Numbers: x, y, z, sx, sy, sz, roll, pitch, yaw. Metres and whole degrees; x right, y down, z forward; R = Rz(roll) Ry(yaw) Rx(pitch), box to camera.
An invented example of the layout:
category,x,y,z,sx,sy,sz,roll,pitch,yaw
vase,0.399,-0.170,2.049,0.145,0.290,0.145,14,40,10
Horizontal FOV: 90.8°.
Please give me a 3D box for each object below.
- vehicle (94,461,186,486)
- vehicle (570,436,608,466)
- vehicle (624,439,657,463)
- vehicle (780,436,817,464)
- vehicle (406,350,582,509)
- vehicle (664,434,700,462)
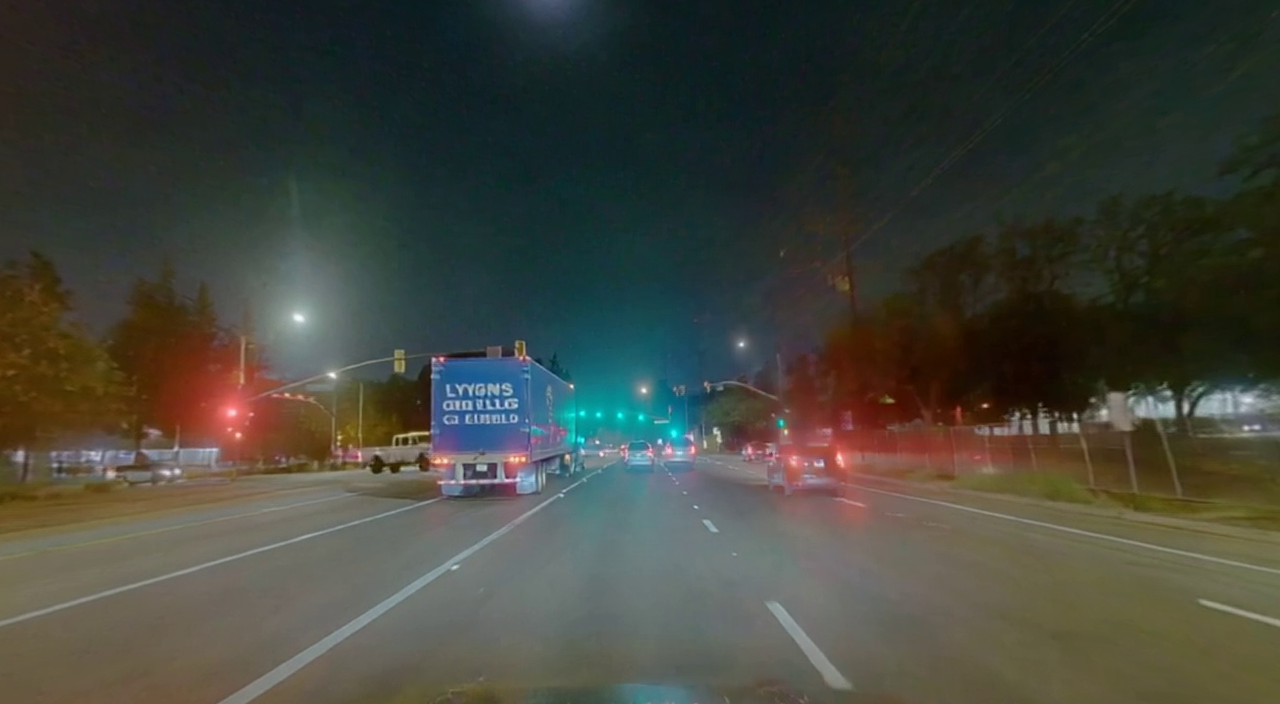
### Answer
category,x,y,z,sx,sy,sz,roll,pitch,yaw
vehicle,-36.541,8.859,46.269,4.718,1.630,2.087,2,-9,-12
vehicle,-3.181,6.260,40.079,1.994,1.806,4.564,0,-8,0
vehicle,0.001,6.747,43.103,2.117,1.499,4.036,0,-8,-1
vehicle,10.339,6.333,40.946,2.102,1.662,4.533,-3,-9,15
vehicle,-3.458,2.230,17.592,2.889,3.347,8.285,0,-8,0
vehicle,2.908,6.727,44.473,2.086,1.849,4.607,0,-8,-2
